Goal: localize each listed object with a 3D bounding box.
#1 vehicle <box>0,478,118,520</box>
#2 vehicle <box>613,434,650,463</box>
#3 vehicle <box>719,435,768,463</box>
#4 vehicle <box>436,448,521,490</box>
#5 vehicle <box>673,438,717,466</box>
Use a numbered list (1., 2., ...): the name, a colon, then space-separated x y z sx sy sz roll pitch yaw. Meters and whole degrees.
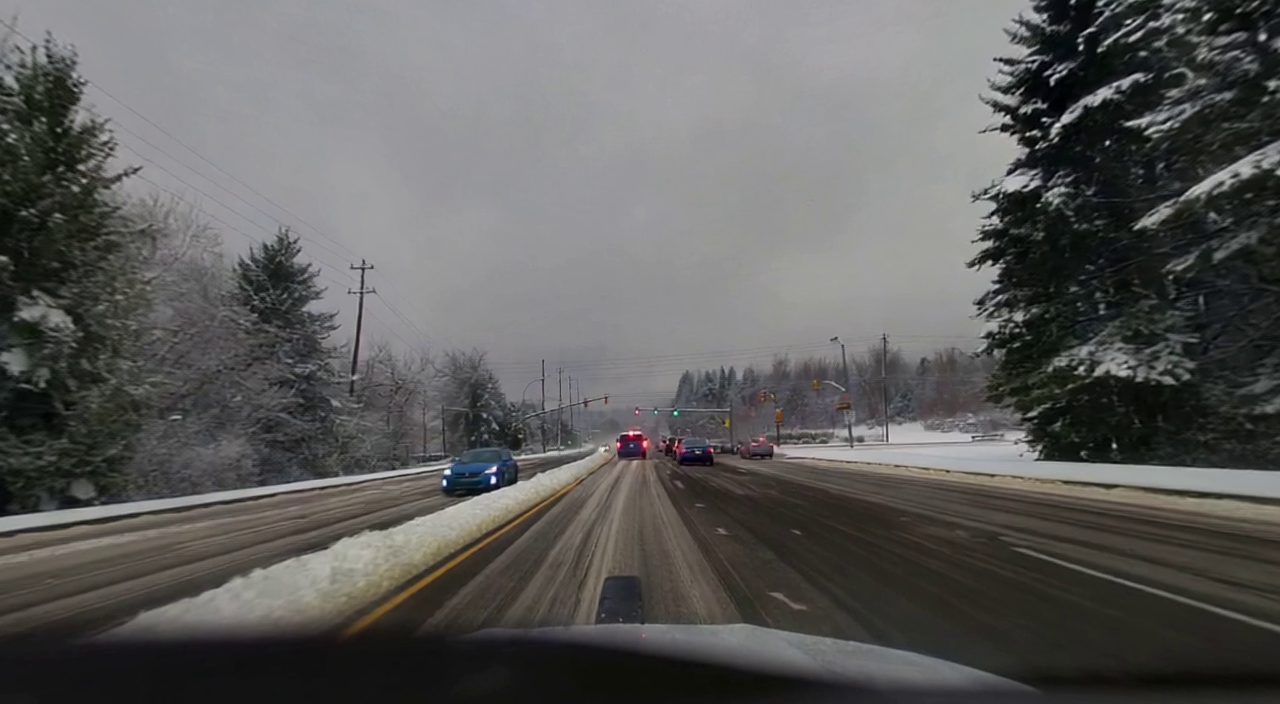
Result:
1. vehicle: -26.813 6.761 29.300 3.647 1.670 1.716 5 -10 -31
2. vehicle: -0.533 6.412 42.185 2.300 1.821 4.254 0 -9 0
3. vehicle: 6.524 6.177 40.386 2.198 1.678 4.419 0 -9 -2
4. vehicle: -6.179 4.507 24.780 2.157 1.483 4.397 0 -9 1
5. vehicle: 2.993 5.563 35.290 1.984 1.462 4.513 0 -9 -1
